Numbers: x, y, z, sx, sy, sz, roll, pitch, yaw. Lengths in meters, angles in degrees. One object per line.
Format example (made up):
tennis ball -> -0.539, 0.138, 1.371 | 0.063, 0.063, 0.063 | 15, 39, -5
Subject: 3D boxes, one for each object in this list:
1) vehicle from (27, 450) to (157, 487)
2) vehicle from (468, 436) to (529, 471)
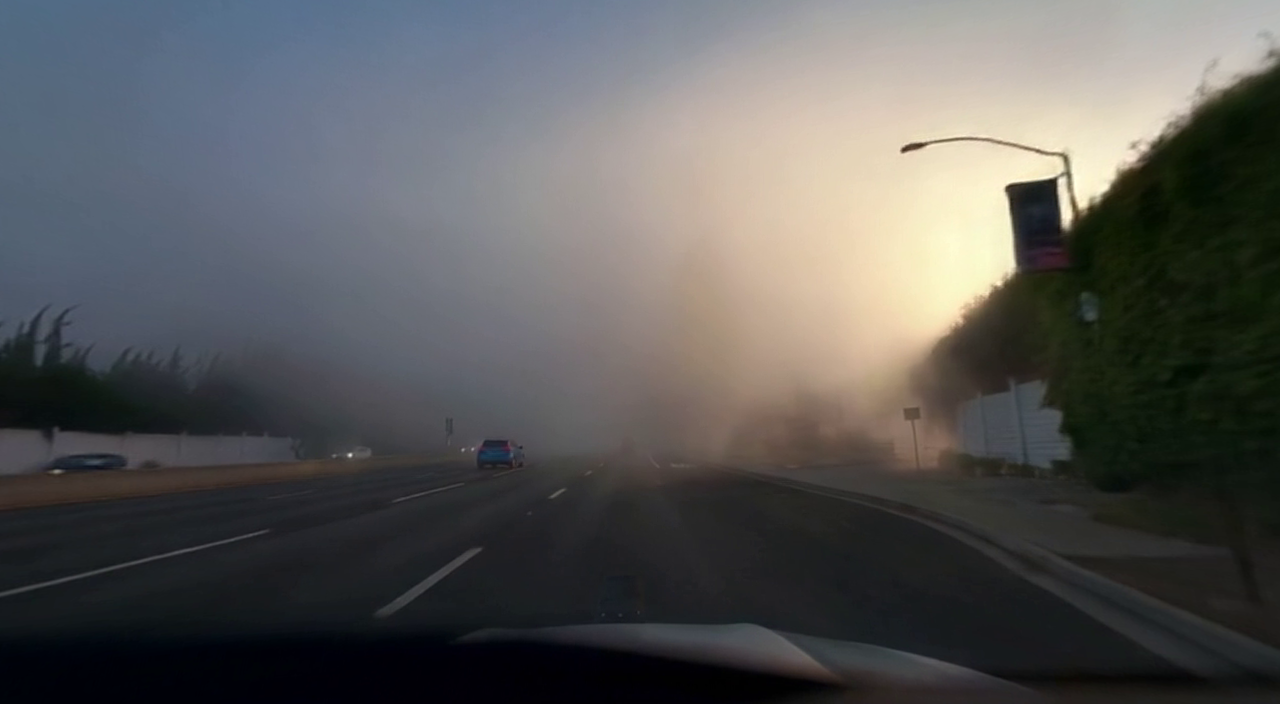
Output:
vehicle -> -25.366, 5.381, 29.537 | 1.919, 1.514, 4.811 | 0, -9, -3
vehicle -> -7.470, 5.419, 33.913 | 2.115, 1.711, 4.722 | 0, -9, 1
